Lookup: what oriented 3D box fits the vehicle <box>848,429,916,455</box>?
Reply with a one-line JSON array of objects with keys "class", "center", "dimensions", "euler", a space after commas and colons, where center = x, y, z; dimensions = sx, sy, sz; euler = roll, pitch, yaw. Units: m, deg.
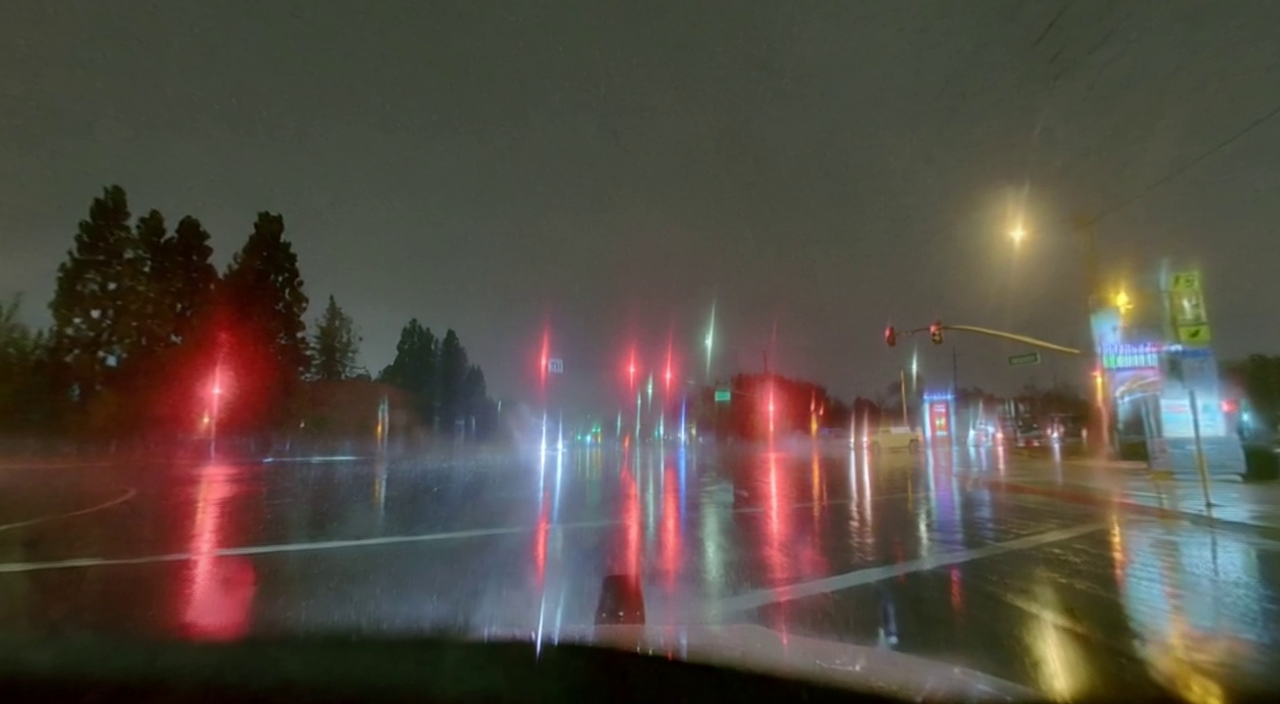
[{"class": "vehicle", "center": [17.654, 6.551, 46.059], "dimensions": [4.600, 1.783, 1.970], "euler": [4, -9, -26]}]
